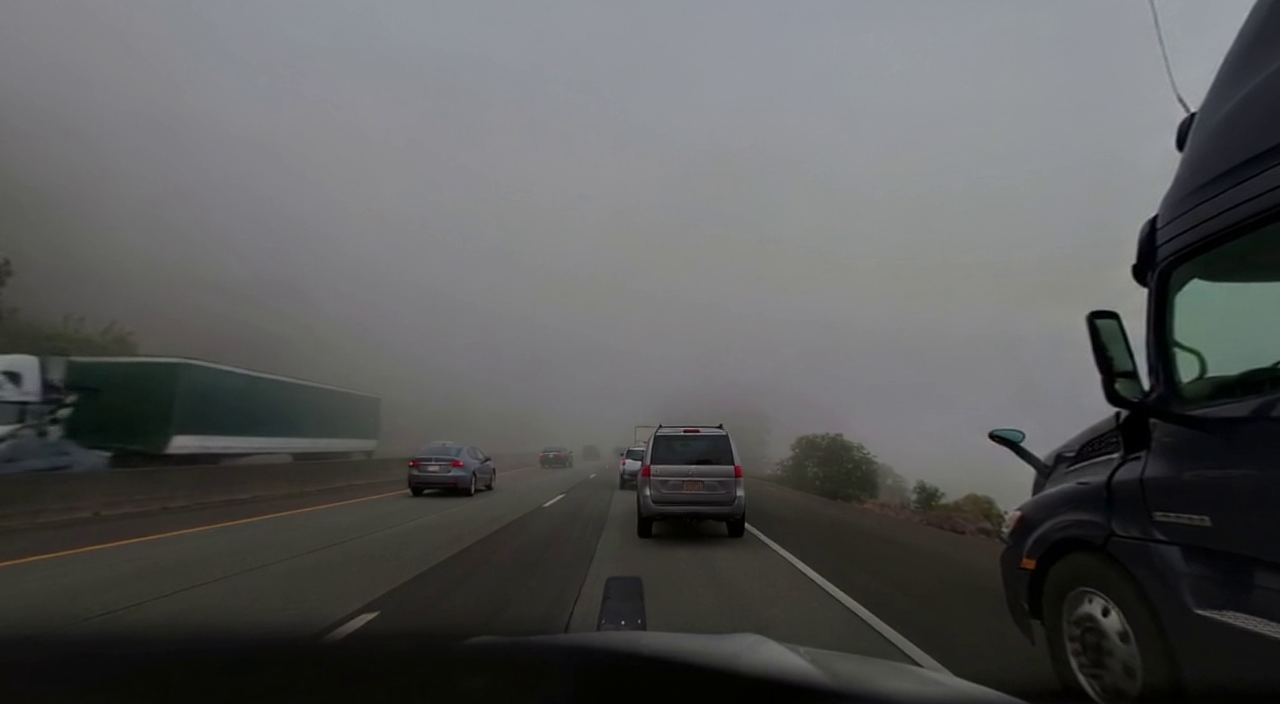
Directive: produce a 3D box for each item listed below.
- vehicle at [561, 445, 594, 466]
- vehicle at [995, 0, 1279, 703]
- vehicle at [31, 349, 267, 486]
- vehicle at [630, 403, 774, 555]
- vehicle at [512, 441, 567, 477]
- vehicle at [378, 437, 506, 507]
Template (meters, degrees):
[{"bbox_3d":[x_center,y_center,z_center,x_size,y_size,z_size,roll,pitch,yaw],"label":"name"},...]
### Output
[{"bbox_3d":[-4.442,7.464,45.418,1.857,1.423,3.920,0,-9,1],"label":"vehicle"},{"bbox_3d":[3.803,0.039,2.618,2.141,3.473,4.217,-1,-9,2],"label":"vehicle"},{"bbox_3d":[-15.942,2.315,21.211,2.946,3.934,5.884,0,-9,0],"label":"vehicle"},{"bbox_3d":[0.777,1.923,10.084,1.825,1.920,3.960,0,-9,0],"label":"vehicle"},{"bbox_3d":[-4.687,5.050,29.976,1.855,1.527,4.209,0,-9,1],"label":"vehicle"},{"bbox_3d":[-4.747,2.922,15.751,1.867,1.489,3.829,0,-9,1],"label":"vehicle"}]
